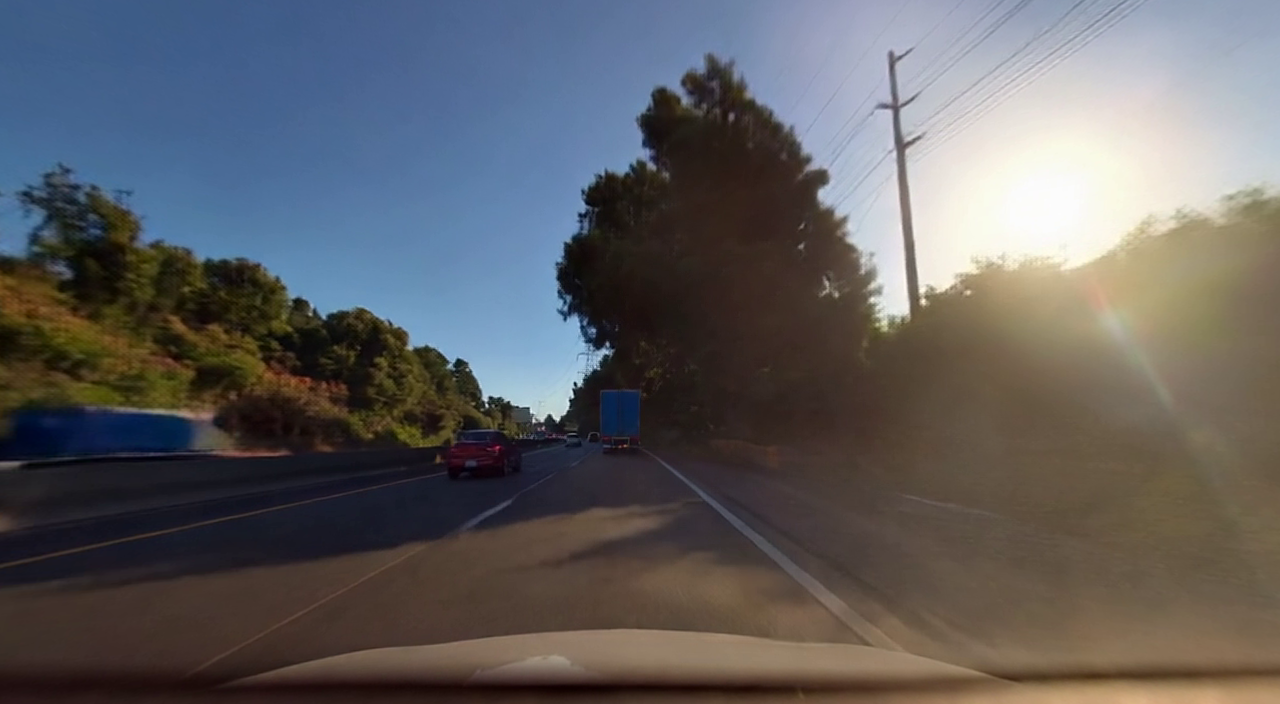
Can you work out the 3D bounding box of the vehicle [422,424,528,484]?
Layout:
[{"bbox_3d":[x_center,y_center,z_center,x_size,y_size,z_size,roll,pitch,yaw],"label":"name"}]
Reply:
[{"bbox_3d":[-4.936,3.107,19.567,2.117,1.618,4.480,0,-8,-1],"label":"vehicle"}]

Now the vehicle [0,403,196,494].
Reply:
[{"bbox_3d":[-16.935,2.872,19.228,2.335,2.329,6.075,0,-8,0],"label":"vehicle"}]

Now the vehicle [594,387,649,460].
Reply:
[{"bbox_3d":[-1.119,4.458,38.438,2.955,3.851,9.915,0,-8,-2],"label":"vehicle"}]
